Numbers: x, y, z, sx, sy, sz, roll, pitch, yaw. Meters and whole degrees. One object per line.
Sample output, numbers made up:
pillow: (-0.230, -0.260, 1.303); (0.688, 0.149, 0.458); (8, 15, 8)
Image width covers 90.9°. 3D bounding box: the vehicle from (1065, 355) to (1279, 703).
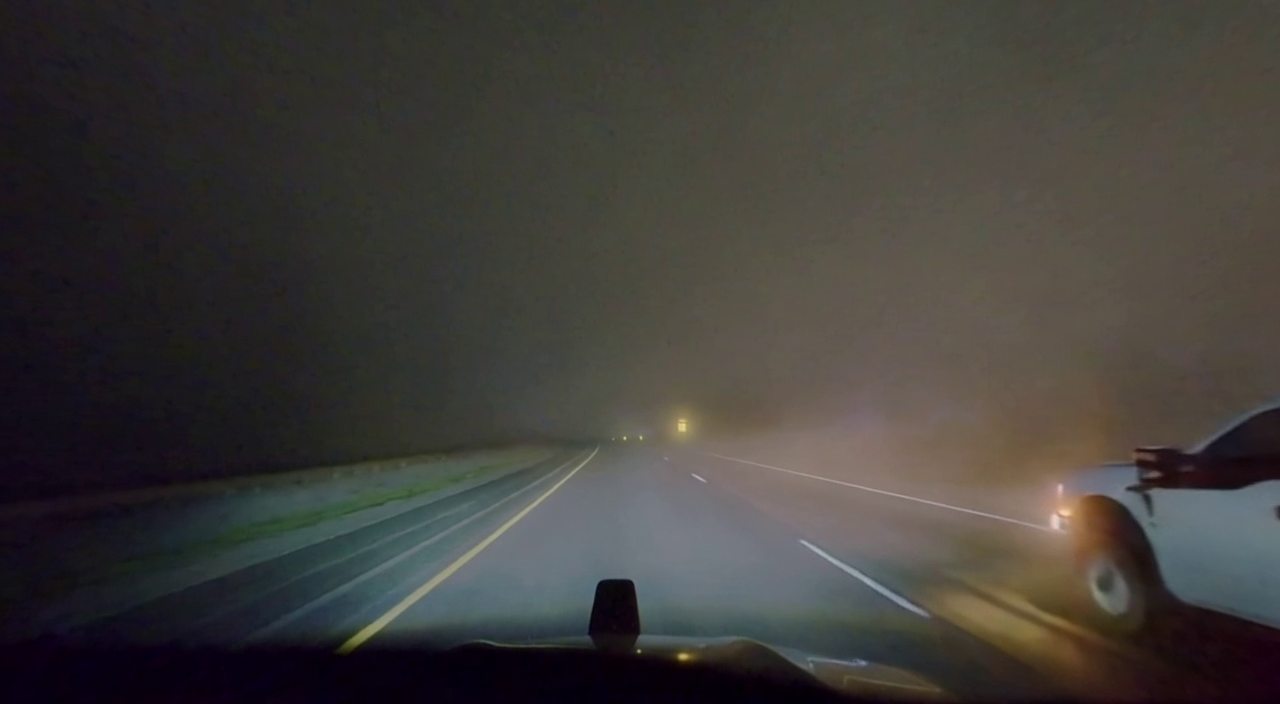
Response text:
vehicle: (3.729, 0.734, 1.903); (1.941, 1.655, 4.137); (0, -8, -1)
